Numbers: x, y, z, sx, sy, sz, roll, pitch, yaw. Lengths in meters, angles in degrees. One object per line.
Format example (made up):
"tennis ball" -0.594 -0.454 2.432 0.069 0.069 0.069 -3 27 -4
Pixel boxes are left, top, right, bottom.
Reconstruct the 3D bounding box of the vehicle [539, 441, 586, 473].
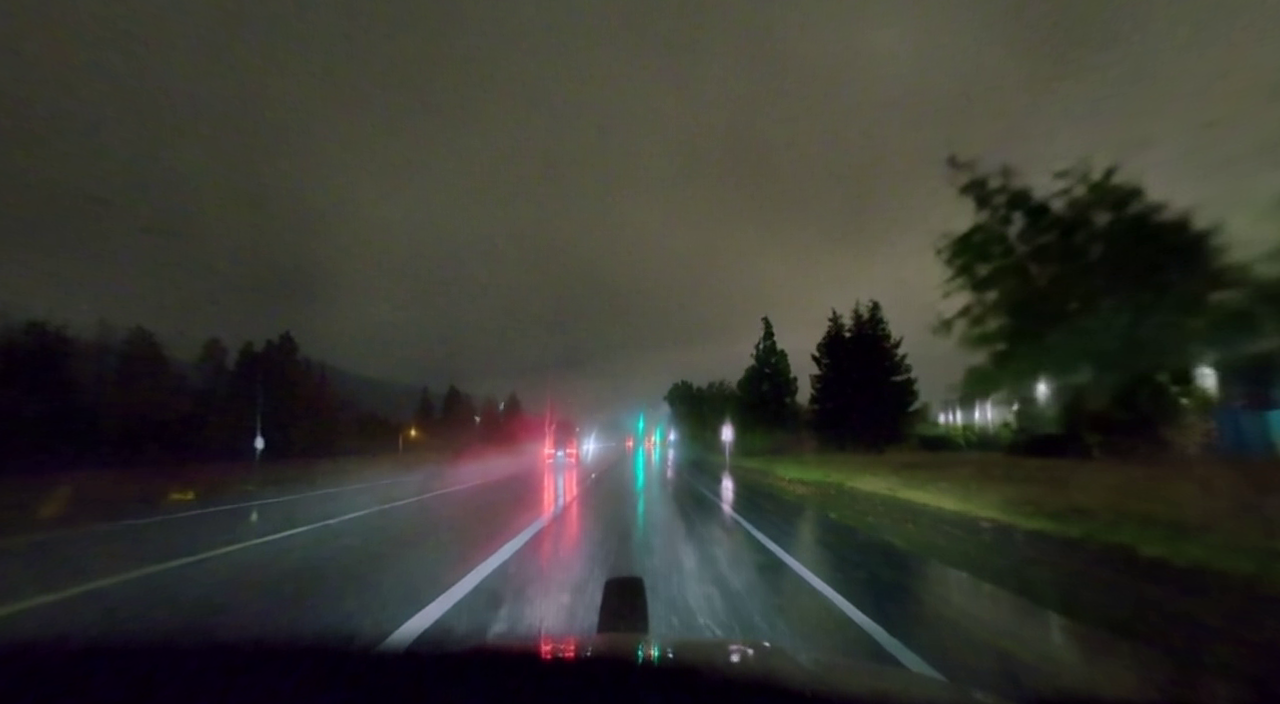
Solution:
"vehicle" -3.790 5.197 31.569 1.786 1.488 4.023 0 -8 1
